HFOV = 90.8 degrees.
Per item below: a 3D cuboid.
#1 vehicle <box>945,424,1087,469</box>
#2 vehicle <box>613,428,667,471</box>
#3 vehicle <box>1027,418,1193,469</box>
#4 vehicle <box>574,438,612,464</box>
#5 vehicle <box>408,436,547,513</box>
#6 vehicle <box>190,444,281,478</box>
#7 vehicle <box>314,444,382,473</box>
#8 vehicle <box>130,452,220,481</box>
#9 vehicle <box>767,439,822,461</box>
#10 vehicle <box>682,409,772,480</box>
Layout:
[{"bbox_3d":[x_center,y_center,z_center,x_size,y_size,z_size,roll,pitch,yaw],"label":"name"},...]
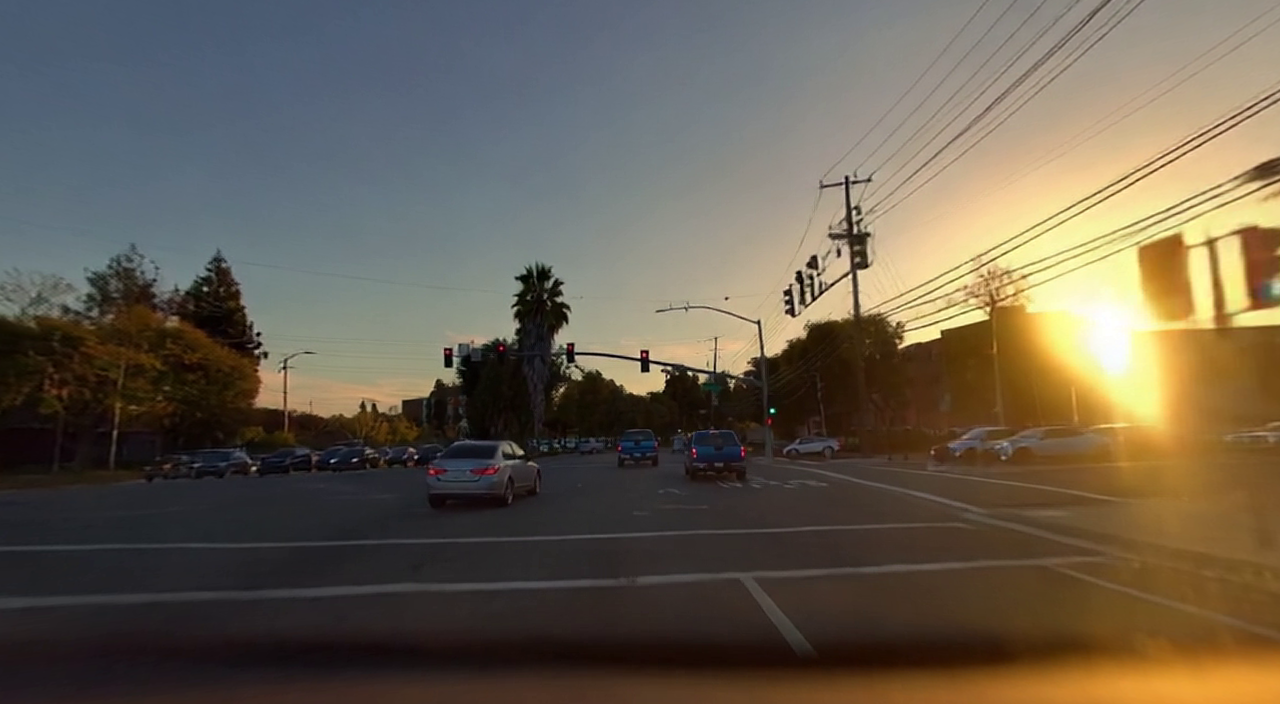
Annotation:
[{"bbox_3d":[15.439,3.918,26.080,4.681,1.756,2.109,2,-9,-9],"label":"vehicle"},{"bbox_3d":[0.129,5.259,34.226,2.643,2.145,5.585,-1,-8,3],"label":"vehicle"},{"bbox_3d":[17.390,3.419,23.474,4.782,1.768,2.152,2,-9,-11],"label":"vehicle"},{"bbox_3d":[-3.316,7.161,45.779,2.273,1.749,4.385,0,-8,2],"label":"vehicle"},{"bbox_3d":[-3.560,2.760,14.794,1.939,1.494,4.499,0,-8,2],"label":"vehicle"},{"bbox_3d":[-24.438,6.601,38.411,2.224,1.759,4.994,-4,-9,0],"label":"vehicle"},{"bbox_3d":[-17.996,6.547,39.179,1.958,1.683,4.559,-1,-8,2],"label":"vehicle"},{"bbox_3d":[-28.056,6.911,38.323,1.985,1.609,4.536,-1,-9,1],"label":"vehicle"},{"bbox_3d":[12.059,7.713,49.612,2.010,1.633,4.246,3,-9,-21],"label":"vehicle"},{"bbox_3d":[3.527,4.008,27.414,2.905,2.636,6.895,0,-8,0],"label":"vehicle"}]
